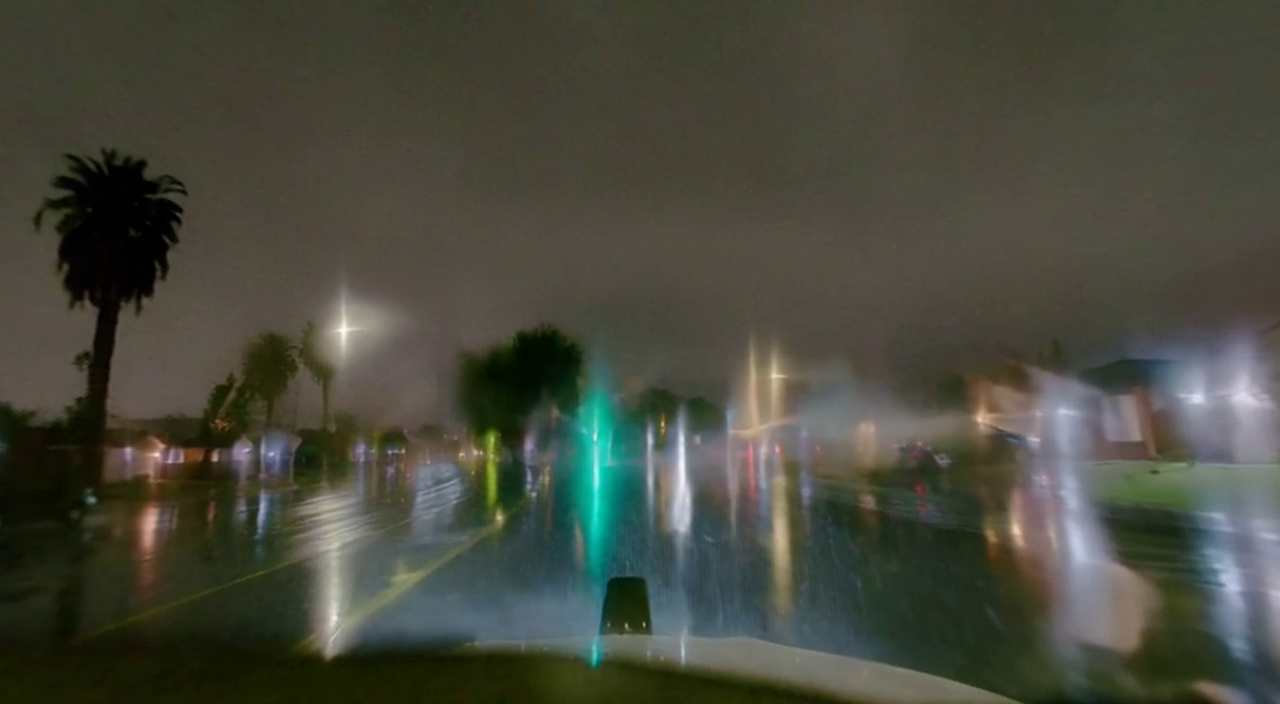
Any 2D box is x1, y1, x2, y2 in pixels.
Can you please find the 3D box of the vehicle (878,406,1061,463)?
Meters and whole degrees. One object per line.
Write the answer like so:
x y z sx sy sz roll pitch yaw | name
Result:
12.937 3.404 25.328 6.051 2.092 2.231 -3 -10 17 | vehicle
